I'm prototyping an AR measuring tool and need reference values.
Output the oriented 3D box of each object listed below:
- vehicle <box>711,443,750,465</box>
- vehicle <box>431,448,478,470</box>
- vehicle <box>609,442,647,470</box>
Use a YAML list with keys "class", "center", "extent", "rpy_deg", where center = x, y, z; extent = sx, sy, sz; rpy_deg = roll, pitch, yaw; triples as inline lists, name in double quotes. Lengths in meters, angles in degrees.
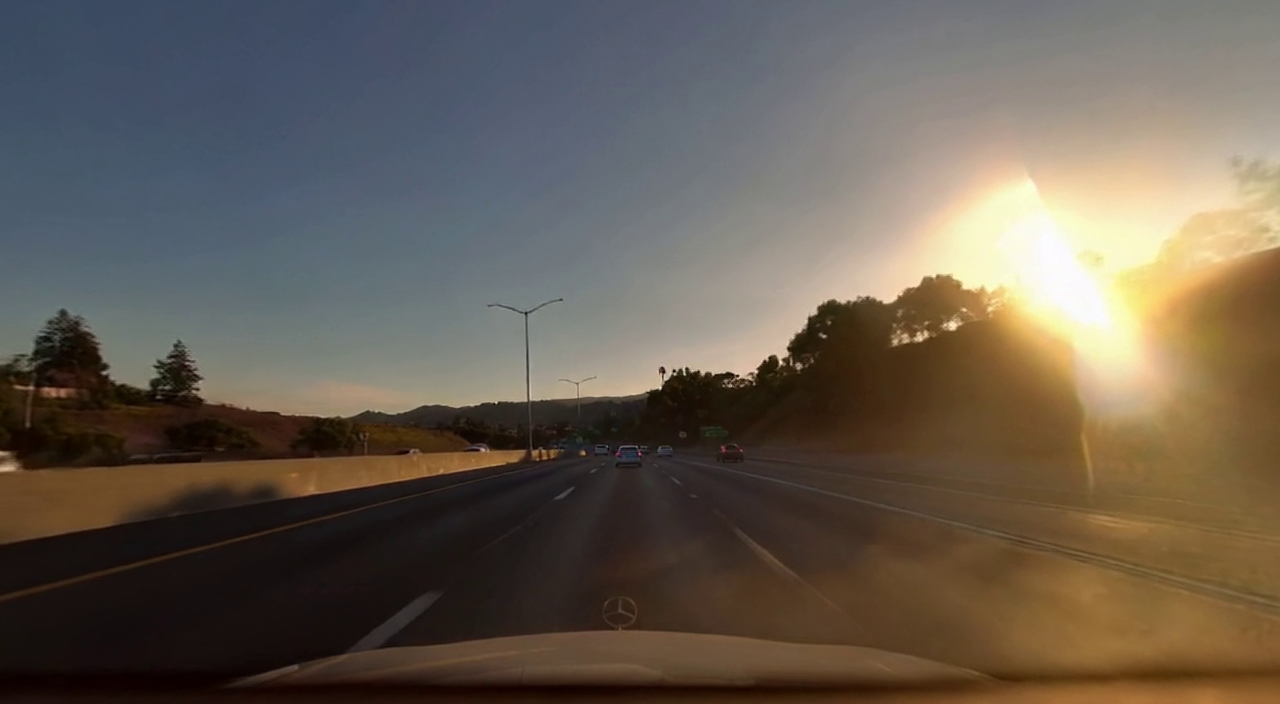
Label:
- class: "vehicle"
  center: [6.406, 7.270, 45.228]
  extent: [1.935, 1.478, 4.433]
  rpy_deg: [0, -8, -2]
- class: "vehicle"
  center: [-13.692, 7.887, 46.861]
  extent: [2.147, 1.491, 4.725]
  rpy_deg: [0, -8, -1]
- class: "vehicle"
  center: [-0.696, 5.845, 35.685]
  extent: [1.985, 1.457, 4.227]
  rpy_deg: [0, -8, -2]
